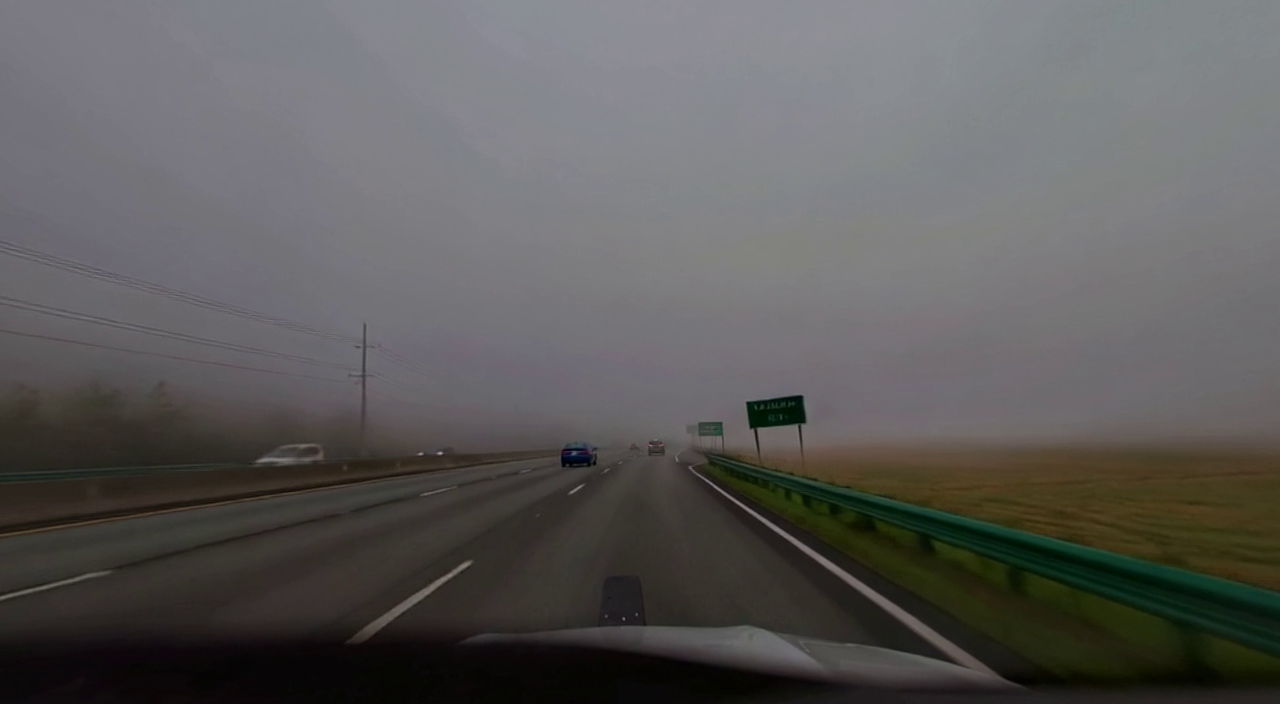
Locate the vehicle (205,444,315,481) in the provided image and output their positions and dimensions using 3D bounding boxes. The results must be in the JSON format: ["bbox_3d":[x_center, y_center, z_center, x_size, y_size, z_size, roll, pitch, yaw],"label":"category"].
[{"bbox_3d":[-16.258,4.709,27.267,1.887,1.449,4.447,0,-8,2],"label":"vehicle"}]

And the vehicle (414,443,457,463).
[{"bbox_3d":[-15.613,7.698,48.210,1.986,1.424,3.739,0,-8,2],"label":"vehicle"}]

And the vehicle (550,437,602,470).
[{"bbox_3d":[-3.156,5.099,31.761,2.021,1.515,4.453,0,-8,2],"label":"vehicle"}]
